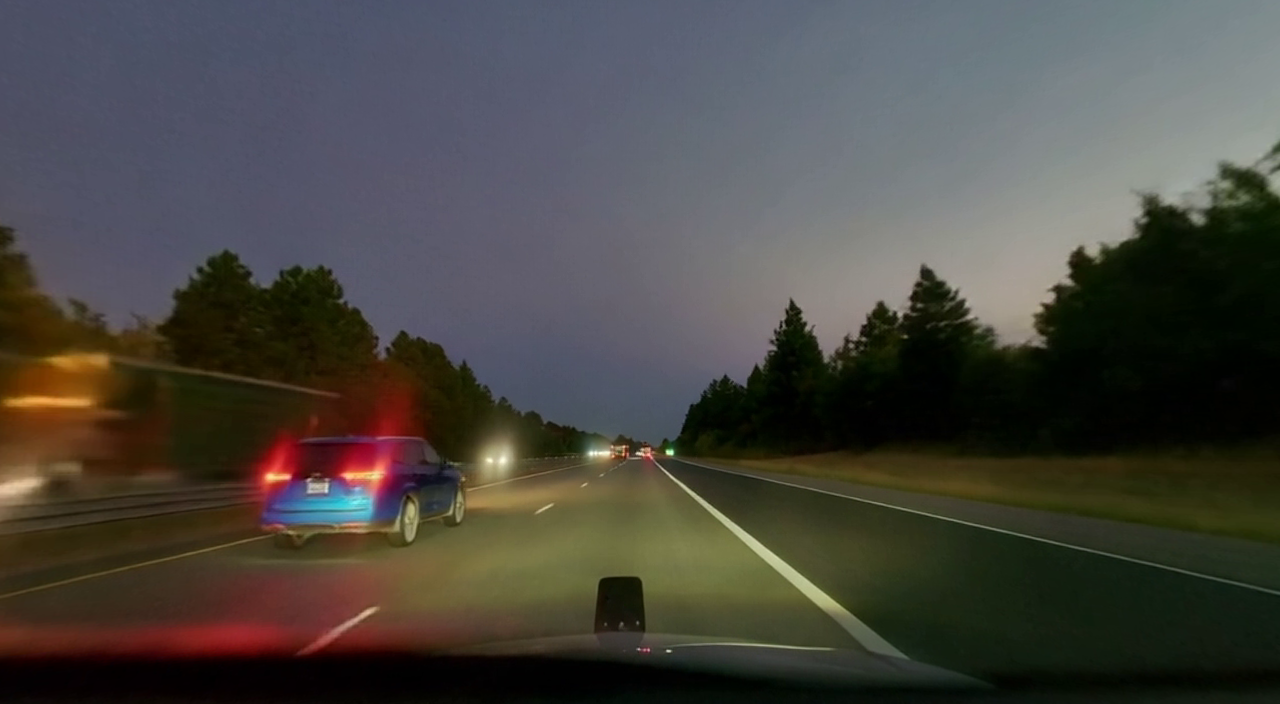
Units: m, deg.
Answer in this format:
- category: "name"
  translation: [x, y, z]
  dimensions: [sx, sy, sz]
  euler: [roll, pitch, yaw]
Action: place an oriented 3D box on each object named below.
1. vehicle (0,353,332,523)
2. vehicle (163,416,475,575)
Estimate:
- category: "vehicle"
  translation: [-12.900, 2.500, 17.976]
  dimensions: [2.933, 3.457, 10.136]
  euler: [0, -9, 1]
- category: "vehicle"
  translation: [-4.132, 1.923, 9.287]
  dimensions: [2.110, 1.727, 4.607]
  euler: [0, -9, 1]
